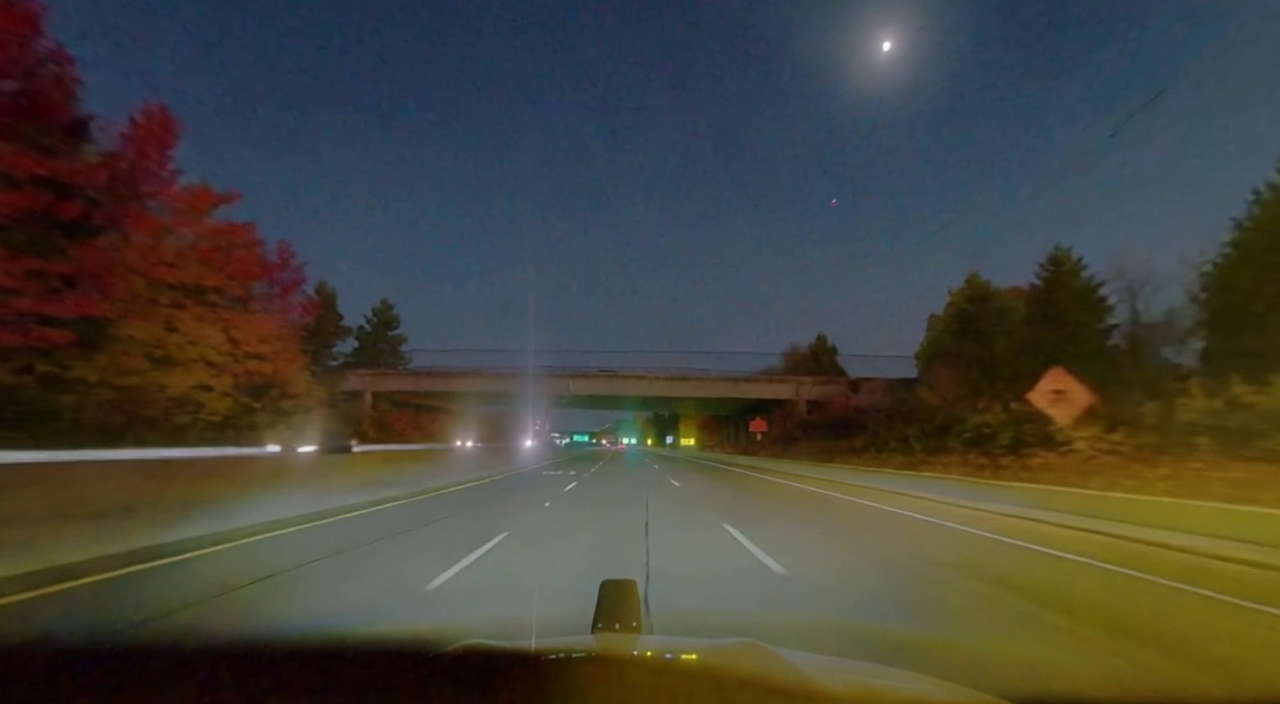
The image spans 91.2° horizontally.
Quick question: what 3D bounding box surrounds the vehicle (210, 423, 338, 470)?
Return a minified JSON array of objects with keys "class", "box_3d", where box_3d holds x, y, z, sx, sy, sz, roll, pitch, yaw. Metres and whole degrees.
[{"class":"vehicle","box_3d":[-12.505,3.278,21.781,2.000,1.466,4.124,0,-9,-1]}]
